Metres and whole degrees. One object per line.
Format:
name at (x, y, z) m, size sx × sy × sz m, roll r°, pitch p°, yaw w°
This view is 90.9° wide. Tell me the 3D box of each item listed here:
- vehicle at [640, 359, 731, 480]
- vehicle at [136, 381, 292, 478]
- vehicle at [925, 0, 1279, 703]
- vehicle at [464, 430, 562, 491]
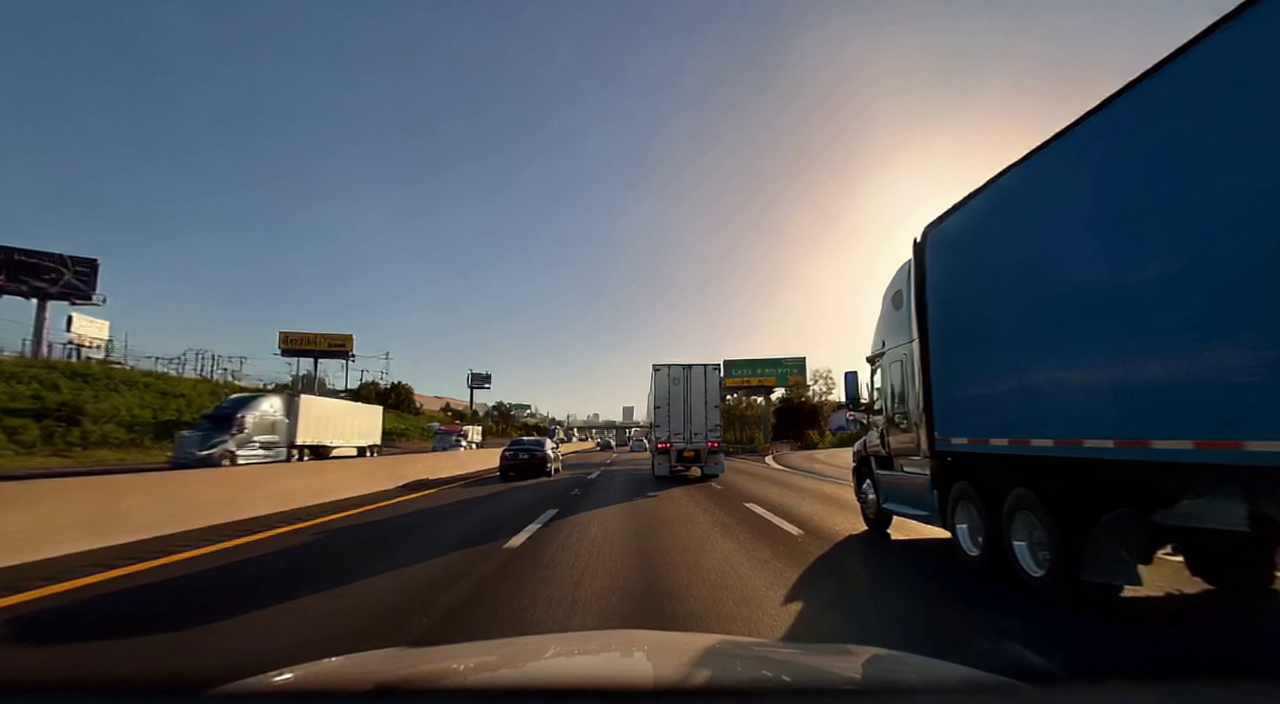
vehicle at (1.543, 2.885, 25.713) m, size 2.871 × 3.815 × 11.331 m, roll 0°, pitch -8°, yaw 1°
vehicle at (-19.493, 3.629, 29.400) m, size 3.006 × 4.031 × 5.934 m, roll 0°, pitch -8°, yaw -1°
vehicle at (4.534, -0.260, 1.246) m, size 3.070 × 3.575 × 9.842 m, roll 0°, pitch -8°, yaw -2°
vehicle at (-3.370, 2.934, 17.455) m, size 1.930 × 1.484 × 3.849 m, roll 0°, pitch -8°, yaw 0°
